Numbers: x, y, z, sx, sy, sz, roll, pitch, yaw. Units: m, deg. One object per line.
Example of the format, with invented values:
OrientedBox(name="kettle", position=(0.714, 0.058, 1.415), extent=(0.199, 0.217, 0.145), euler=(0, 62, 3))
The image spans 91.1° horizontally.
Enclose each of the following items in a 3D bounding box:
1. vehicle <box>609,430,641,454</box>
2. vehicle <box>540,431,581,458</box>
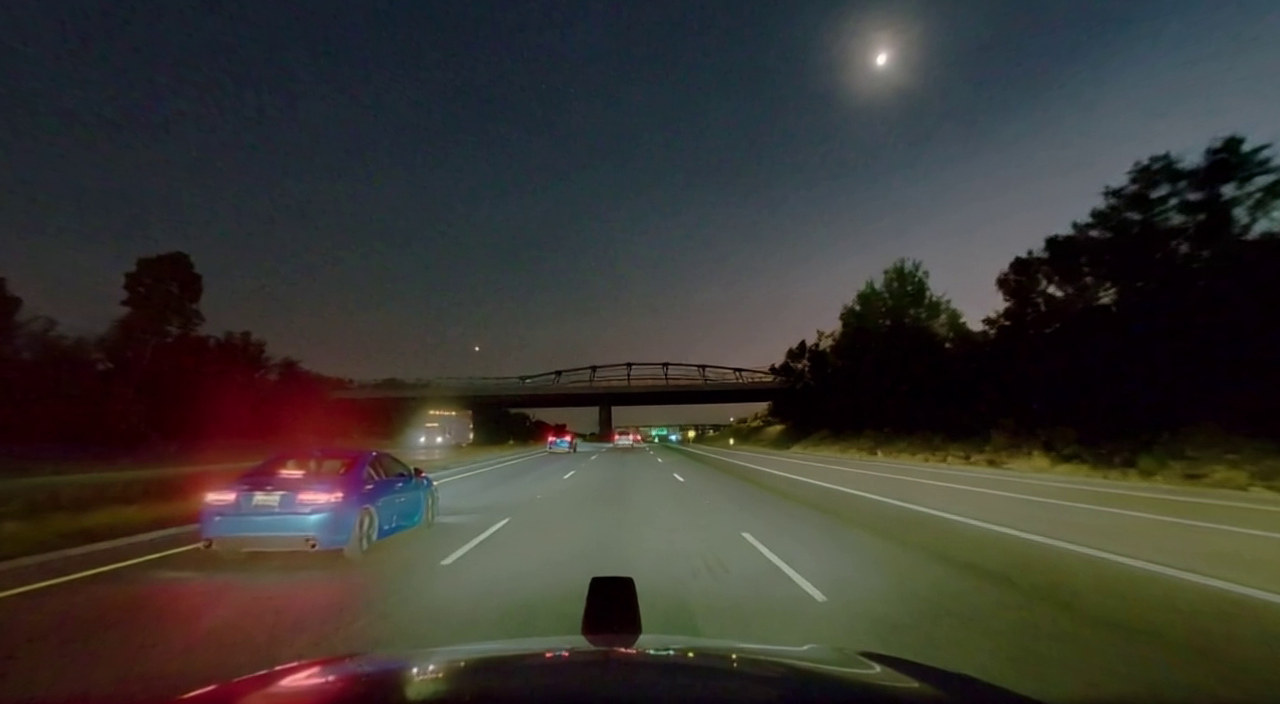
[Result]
OrientedBox(name="vehicle", position=(-1.035, 6.382, 44.654), extent=(2.116, 1.625, 4.004), euler=(0, -8, 0))
OrientedBox(name="vehicle", position=(-4.840, 5.699, 38.837), extent=(2.017, 1.537, 4.496), euler=(0, -8, 0))
